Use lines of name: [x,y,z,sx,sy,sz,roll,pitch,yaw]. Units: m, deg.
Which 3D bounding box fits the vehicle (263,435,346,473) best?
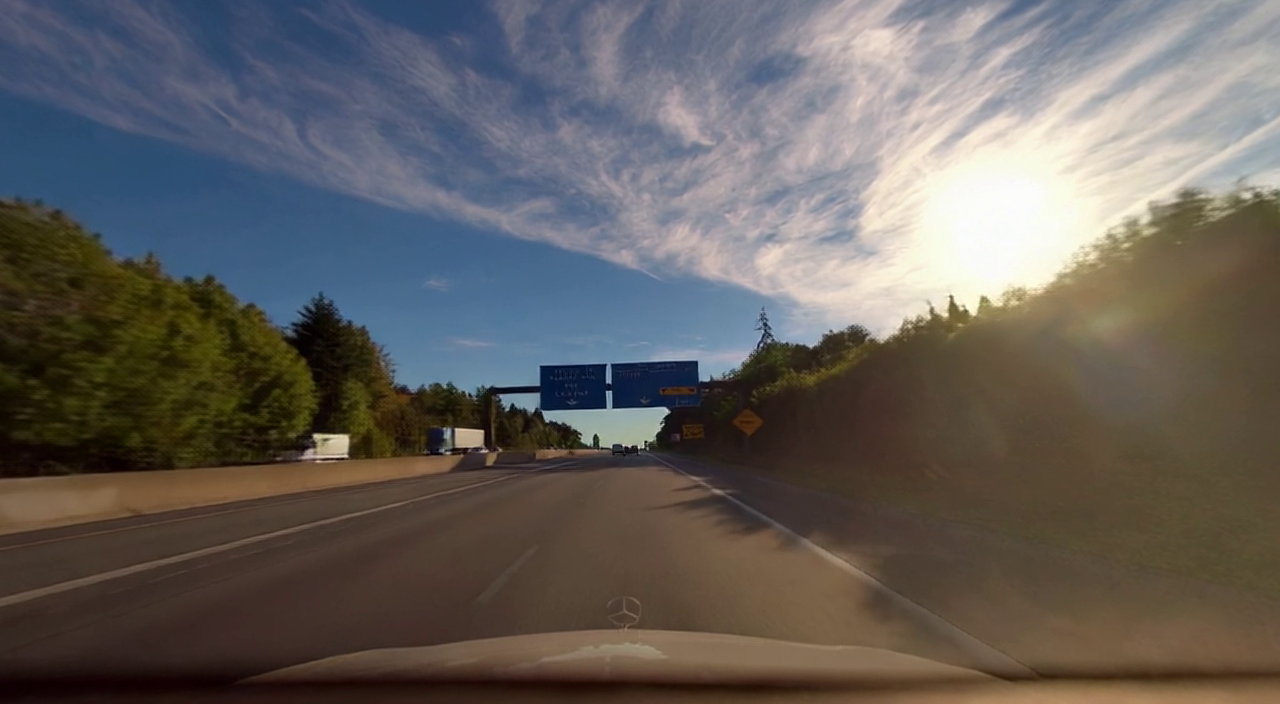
vehicle: [-24.249,7.408,46.017,2.264,2.510,6.892,0,-9,0]
